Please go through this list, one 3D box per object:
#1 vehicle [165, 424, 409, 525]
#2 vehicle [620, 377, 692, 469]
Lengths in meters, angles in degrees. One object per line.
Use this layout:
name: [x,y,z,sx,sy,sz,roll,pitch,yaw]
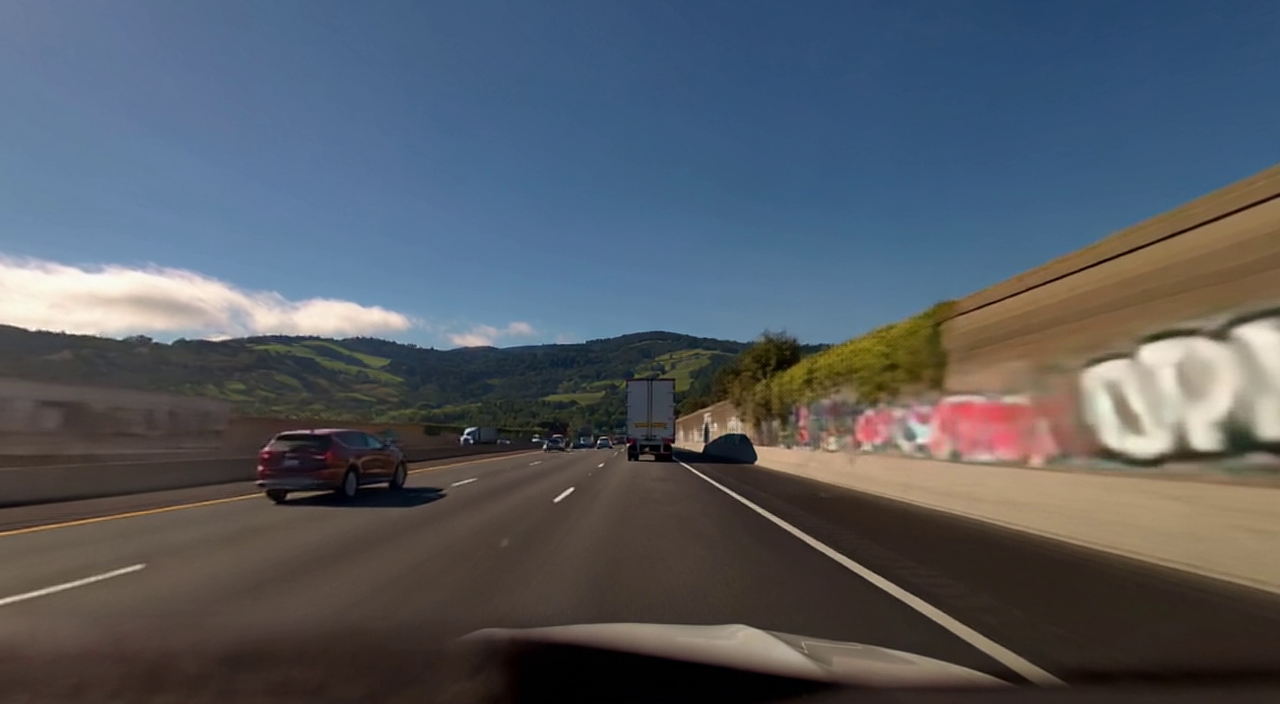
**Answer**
vehicle: [-6.281,2.192,12.015,1.982,1.535,4.519,0,-8,1]
vehicle: [0.511,3.618,31.244,2.921,3.765,10.773,0,-8,-1]
